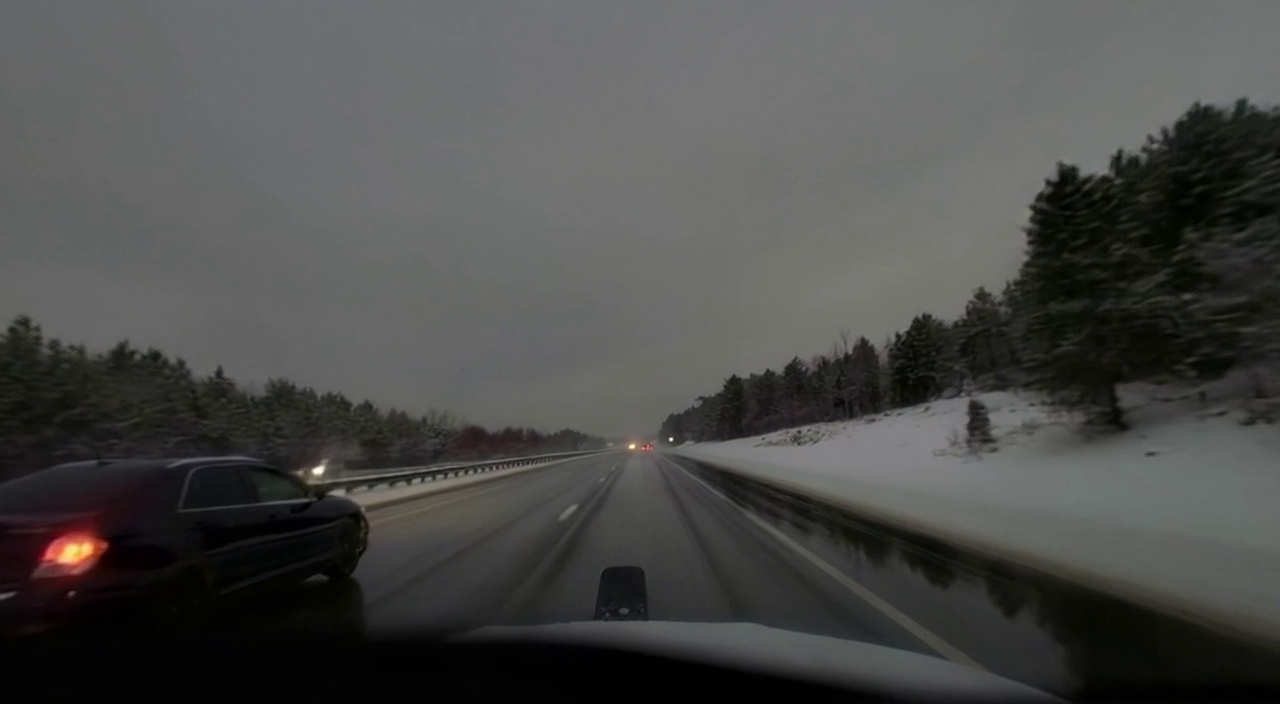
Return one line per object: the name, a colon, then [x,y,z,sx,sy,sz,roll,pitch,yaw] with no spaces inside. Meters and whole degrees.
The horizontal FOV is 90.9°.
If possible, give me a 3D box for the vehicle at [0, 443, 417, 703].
vehicle: [-3.576,1.369,4.760,2.096,1.343,4.503,0,-8,1]
